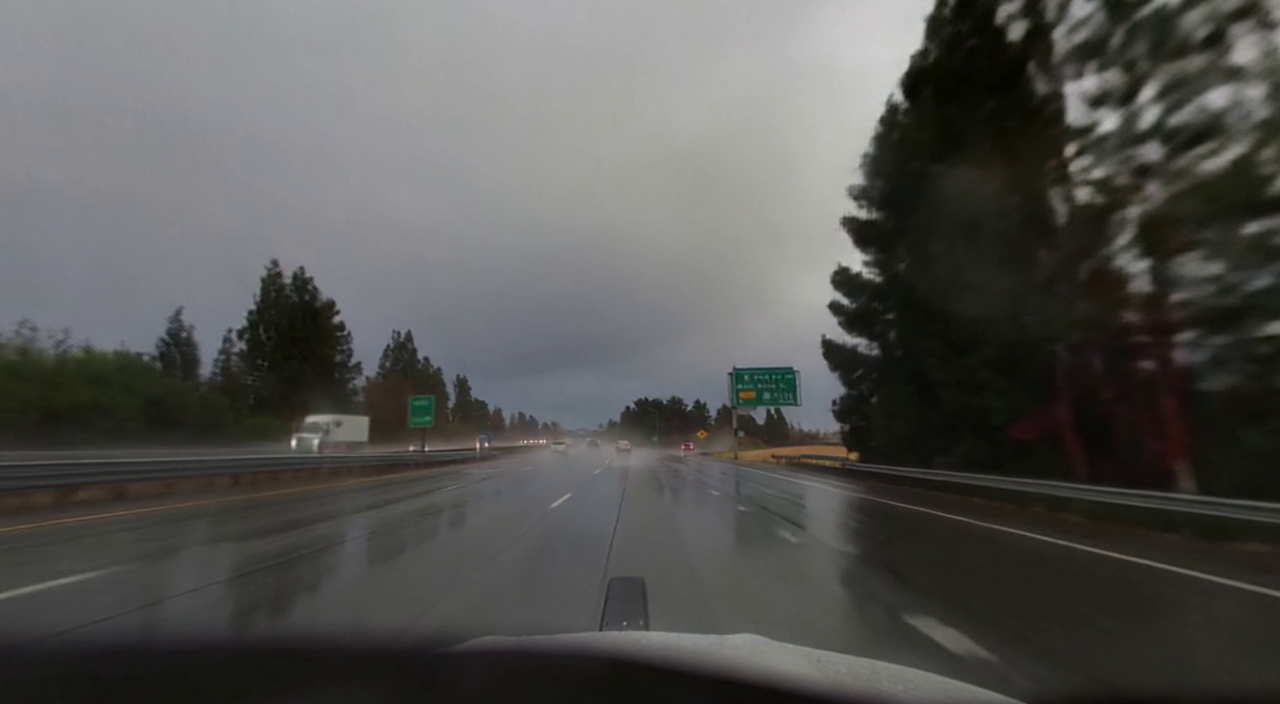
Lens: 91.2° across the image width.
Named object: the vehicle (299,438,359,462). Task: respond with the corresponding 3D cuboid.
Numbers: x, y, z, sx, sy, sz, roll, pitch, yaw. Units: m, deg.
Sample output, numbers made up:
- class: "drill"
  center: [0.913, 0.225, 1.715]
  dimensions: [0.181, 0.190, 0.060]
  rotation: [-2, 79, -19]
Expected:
- class: "vehicle"
  center: [-21.303, 6.739, 43.167]
  dimensions: [1.890, 1.528, 4.519]
  rotation: [0, -8, -1]
